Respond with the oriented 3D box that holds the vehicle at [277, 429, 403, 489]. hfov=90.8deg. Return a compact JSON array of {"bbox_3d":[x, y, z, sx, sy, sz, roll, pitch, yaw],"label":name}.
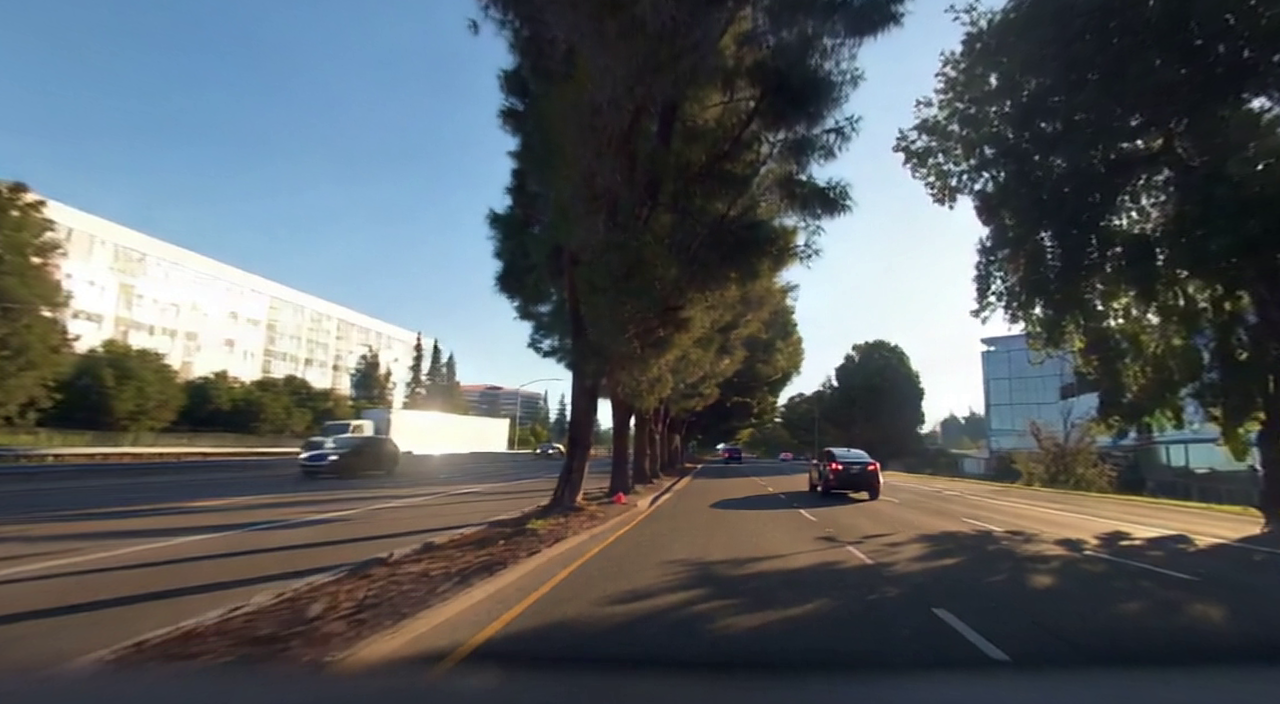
[{"bbox_3d":[-9.711,3.493,20.838,1.932,1.781,3.906,-1,-9,5],"label":"vehicle"}]
